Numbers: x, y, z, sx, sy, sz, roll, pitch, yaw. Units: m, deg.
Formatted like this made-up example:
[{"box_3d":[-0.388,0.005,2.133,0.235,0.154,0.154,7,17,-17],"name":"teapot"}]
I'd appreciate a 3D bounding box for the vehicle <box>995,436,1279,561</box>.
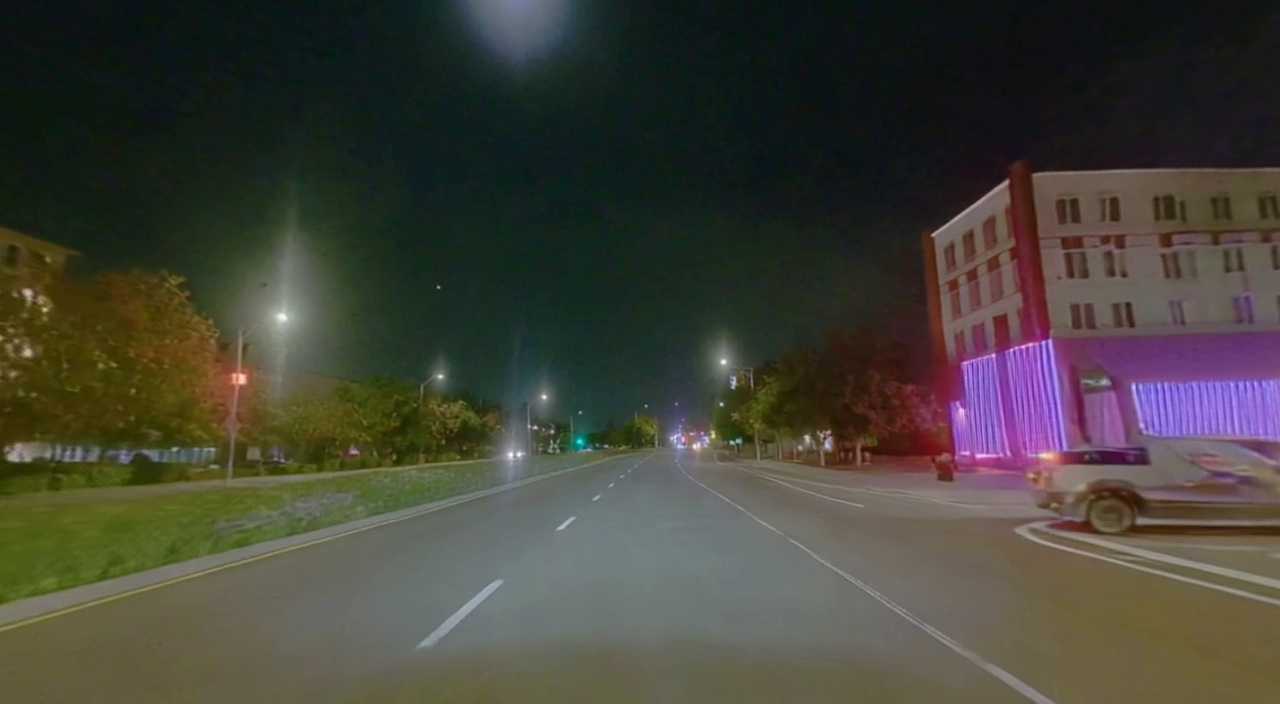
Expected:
[{"box_3d":[7.764,1.943,8.802,4.733,1.499,2.000,-4,-9,26],"name":"vehicle"}]
